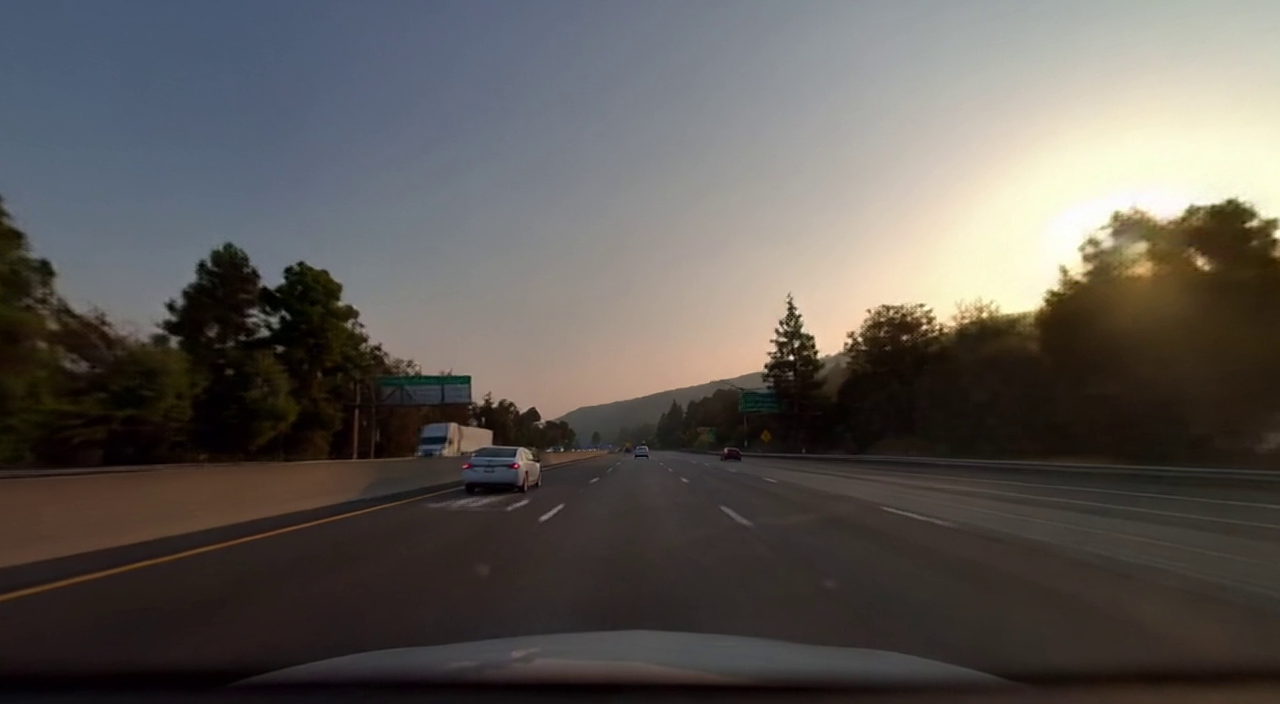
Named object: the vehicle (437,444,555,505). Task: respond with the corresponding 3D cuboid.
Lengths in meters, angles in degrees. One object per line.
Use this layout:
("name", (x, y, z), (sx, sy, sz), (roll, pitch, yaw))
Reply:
("vehicle", (-3.865, 3.371, 17.810), (2.162, 1.493, 4.583), (0, -9, 1))
